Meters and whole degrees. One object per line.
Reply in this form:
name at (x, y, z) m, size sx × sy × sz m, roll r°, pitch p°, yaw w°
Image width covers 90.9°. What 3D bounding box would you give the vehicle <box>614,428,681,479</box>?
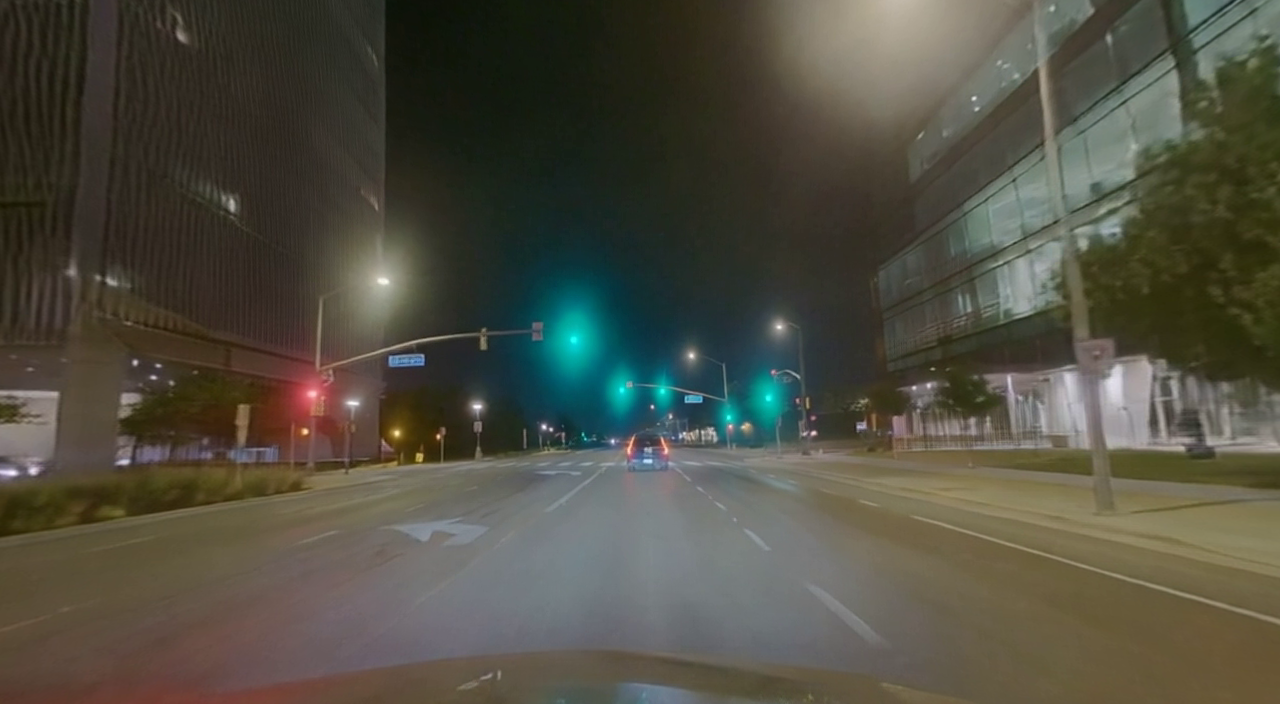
vehicle at (0.218, 3.626, 22.701) m, size 2.184 × 1.640 × 4.086 m, roll 0°, pitch -8°, yaw 0°
